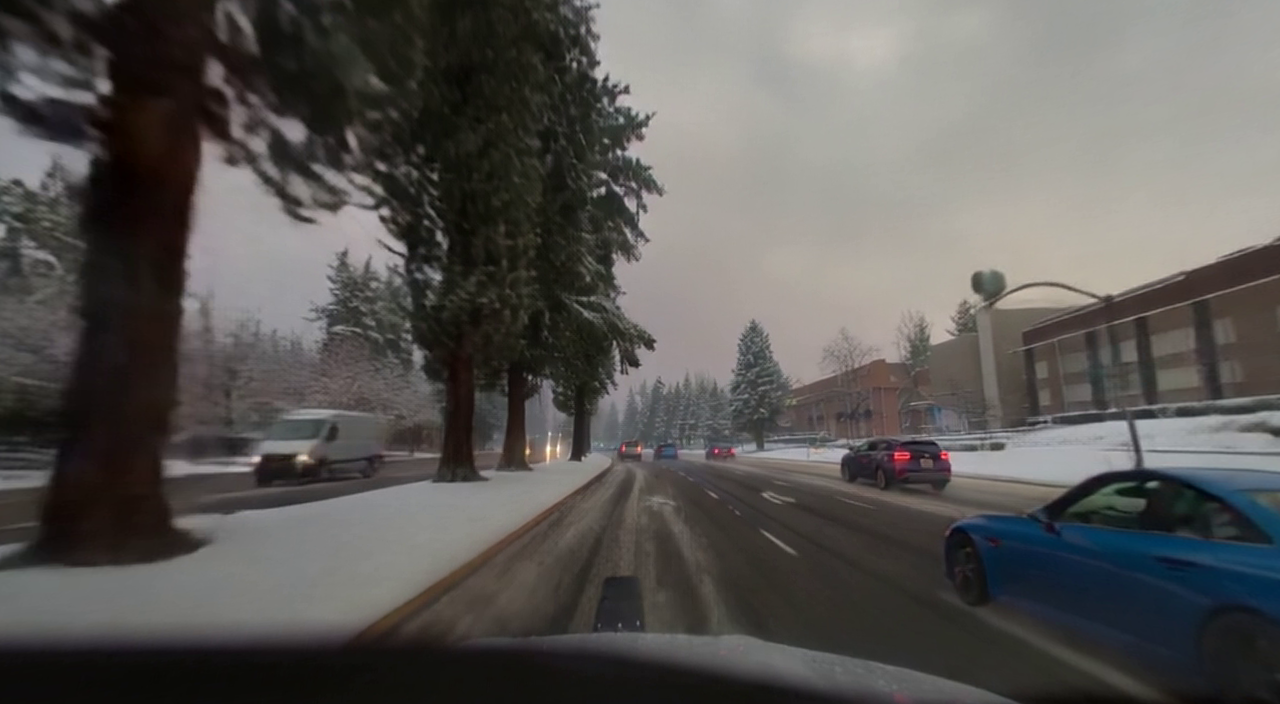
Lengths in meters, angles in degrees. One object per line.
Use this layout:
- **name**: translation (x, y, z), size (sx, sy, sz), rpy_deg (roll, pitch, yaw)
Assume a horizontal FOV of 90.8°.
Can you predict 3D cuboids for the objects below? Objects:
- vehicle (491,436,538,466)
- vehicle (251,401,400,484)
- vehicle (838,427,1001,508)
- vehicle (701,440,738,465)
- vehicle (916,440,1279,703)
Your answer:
- **vehicle**: translation (-7.815, 6.201, 39.695), size (2.106, 1.768, 4.552), rpy_deg (0, -9, -1)
- **vehicle**: translation (-11.081, 3.307, 23.020), size (2.300, 2.636, 5.986), rpy_deg (0, -9, 0)
- **vehicle**: translation (6.772, 2.845, 15.958), size (1.987, 1.730, 4.373), rpy_deg (0, -9, -1)
- **vehicle**: translation (5.711, 7.283, 45.813), size (1.931, 1.685, 4.054), rpy_deg (1, -9, -4)
- **vehicle**: translation (3.426, 1.150, 3.288), size (1.990, 1.347, 4.388), rpy_deg (0, -9, 0)
